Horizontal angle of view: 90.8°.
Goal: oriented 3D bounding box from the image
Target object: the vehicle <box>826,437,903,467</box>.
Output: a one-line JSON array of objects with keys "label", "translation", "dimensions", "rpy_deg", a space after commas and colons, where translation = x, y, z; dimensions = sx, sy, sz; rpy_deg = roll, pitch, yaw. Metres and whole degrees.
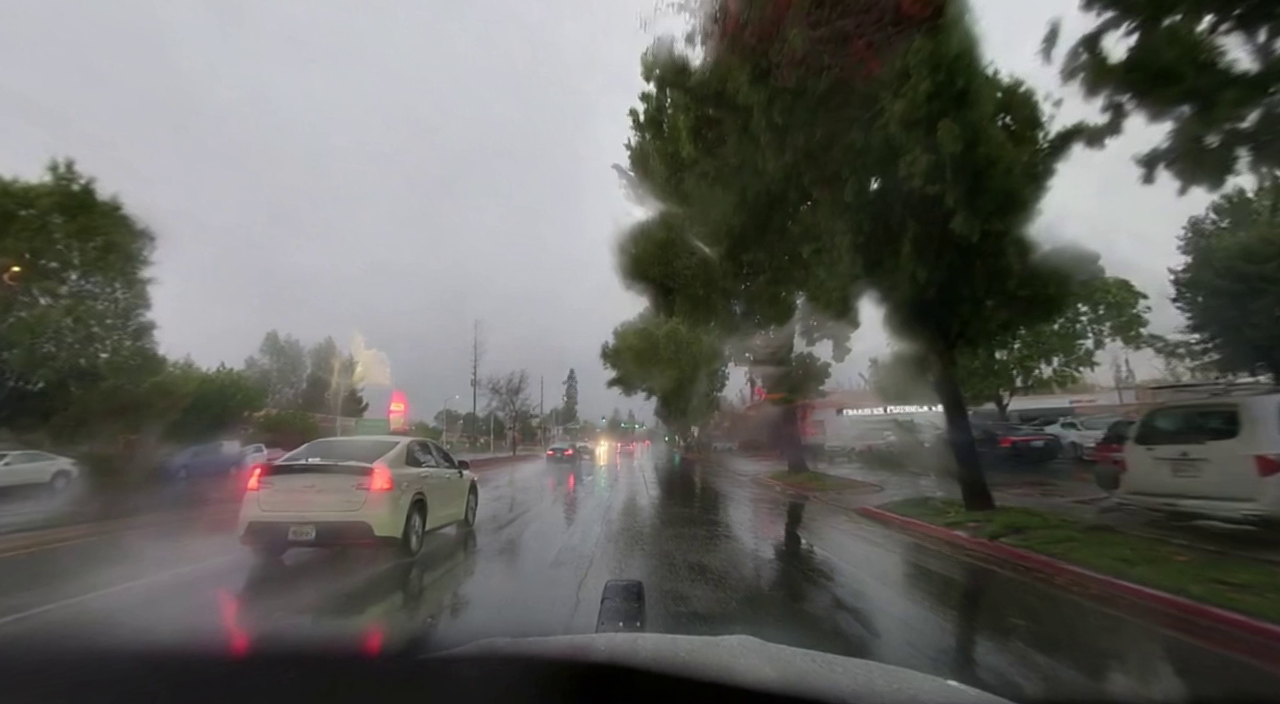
[{"label": "vehicle", "translation": [12.250, 5.403, 34.262], "dimensions": [2.090, 1.501, 4.732], "rpy_deg": [-8, -12, 43]}]

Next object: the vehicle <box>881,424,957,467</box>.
[{"label": "vehicle", "translation": [14.760, 4.930, 33.283], "dimensions": [2.031, 2.064, 4.681], "rpy_deg": [-9, -12, 43]}]

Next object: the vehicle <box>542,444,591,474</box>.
[{"label": "vehicle", "translation": [-3.753, 5.534, 32.937], "dimensions": [1.955, 1.461, 4.396], "rpy_deg": [0, -9, 1]}]

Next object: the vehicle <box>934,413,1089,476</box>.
[{"label": "vehicle", "translation": [12.664, 3.254, 22.070], "dimensions": [2.222, 1.922, 5.164], "rpy_deg": [0, -9, 0]}]

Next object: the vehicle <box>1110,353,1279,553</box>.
[{"label": "vehicle", "translation": [9.783, 1.212, 7.849], "dimensions": [5.990, 2.130, 2.180], "rpy_deg": [0, -9, 1]}]

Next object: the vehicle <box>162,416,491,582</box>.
[{"label": "vehicle", "translation": [-3.720, 1.836, 8.725], "dimensions": [2.126, 1.655, 4.560], "rpy_deg": [0, -9, 1]}]

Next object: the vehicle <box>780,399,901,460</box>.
[{"label": "vehicle", "translation": [15.499, 6.093, 49.352], "dimensions": [8.300, 4.310, 2.832], "rpy_deg": [-2, -9, 1]}]
